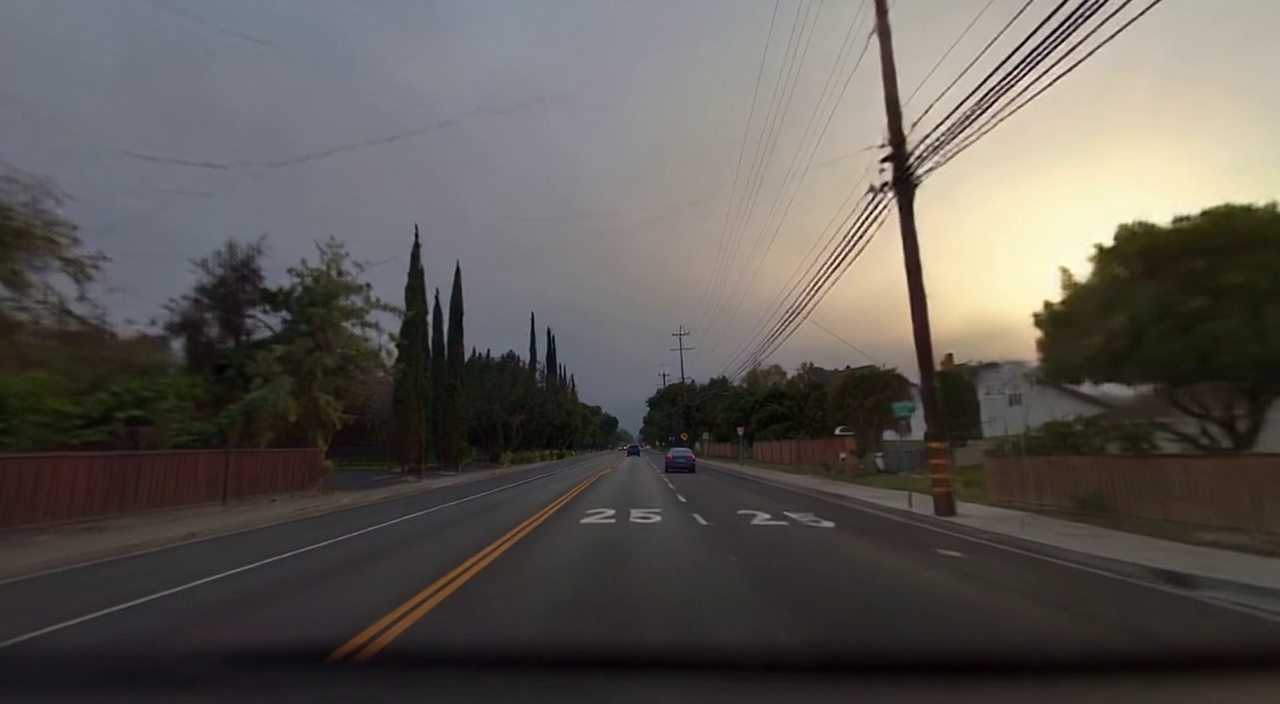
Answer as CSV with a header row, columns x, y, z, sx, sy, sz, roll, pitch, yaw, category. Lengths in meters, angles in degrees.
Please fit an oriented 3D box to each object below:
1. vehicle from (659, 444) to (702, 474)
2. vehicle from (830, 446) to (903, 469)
x,y,z,sx,sy,sz,roll,pitch,yaw,category
2.052,5.569,33.084,1.975,1.497,3.647,0,-9,0,vehicle
14.441,6.770,40.462,3.838,1.405,1.992,1,-9,-6,vehicle
